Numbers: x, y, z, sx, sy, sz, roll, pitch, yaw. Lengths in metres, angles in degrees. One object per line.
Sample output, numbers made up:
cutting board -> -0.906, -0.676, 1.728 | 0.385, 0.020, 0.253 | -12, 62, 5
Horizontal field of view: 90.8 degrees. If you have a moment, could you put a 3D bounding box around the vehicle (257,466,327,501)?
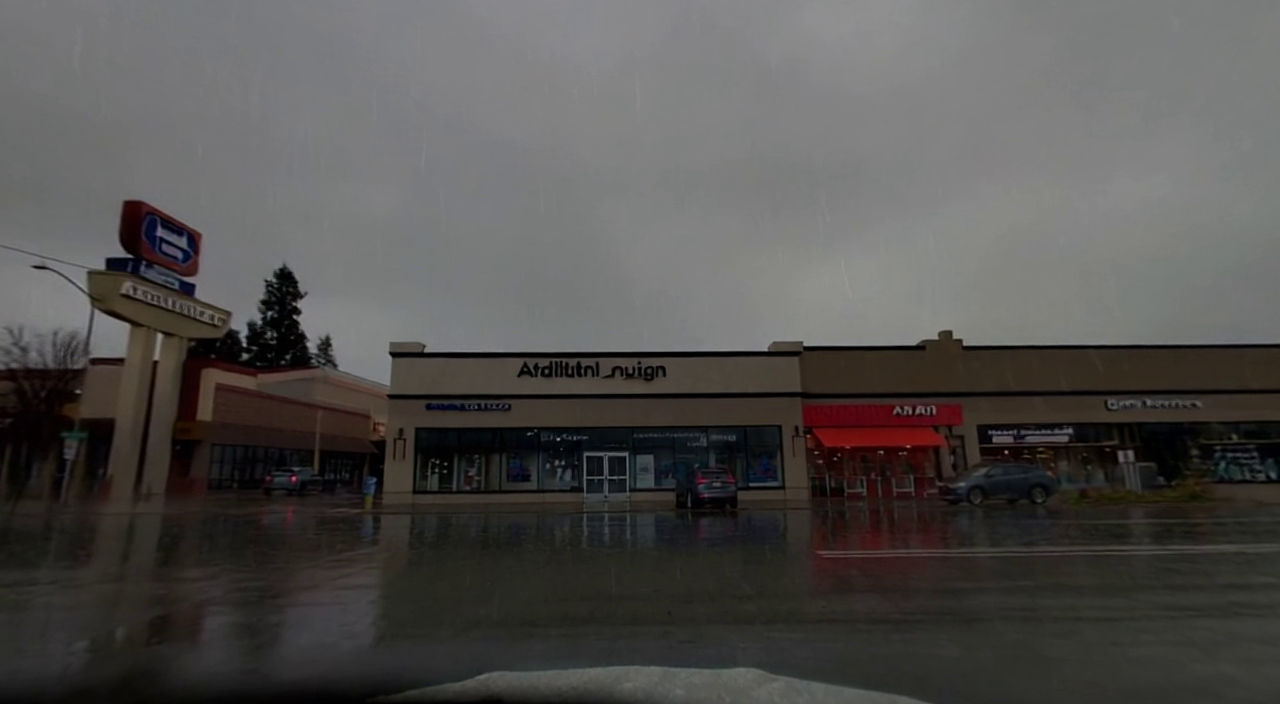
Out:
vehicle -> -19.836, 7.406, 35.906 | 4.596, 1.680, 1.936 | -8, -11, 41

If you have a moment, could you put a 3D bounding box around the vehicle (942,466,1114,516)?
vehicle -> 12.559, 4.490, 20.638 | 4.418, 1.467, 1.846 | 0, -9, -3

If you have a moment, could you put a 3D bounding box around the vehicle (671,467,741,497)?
vehicle -> 3.783, 7.605, 37.148 | 1.812, 1.468, 4.519 | 5, -10, -28

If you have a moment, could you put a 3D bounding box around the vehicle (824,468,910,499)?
vehicle -> 13.163, 7.636, 36.947 | 1.791, 1.453, 4.593 | 5, -10, -29
